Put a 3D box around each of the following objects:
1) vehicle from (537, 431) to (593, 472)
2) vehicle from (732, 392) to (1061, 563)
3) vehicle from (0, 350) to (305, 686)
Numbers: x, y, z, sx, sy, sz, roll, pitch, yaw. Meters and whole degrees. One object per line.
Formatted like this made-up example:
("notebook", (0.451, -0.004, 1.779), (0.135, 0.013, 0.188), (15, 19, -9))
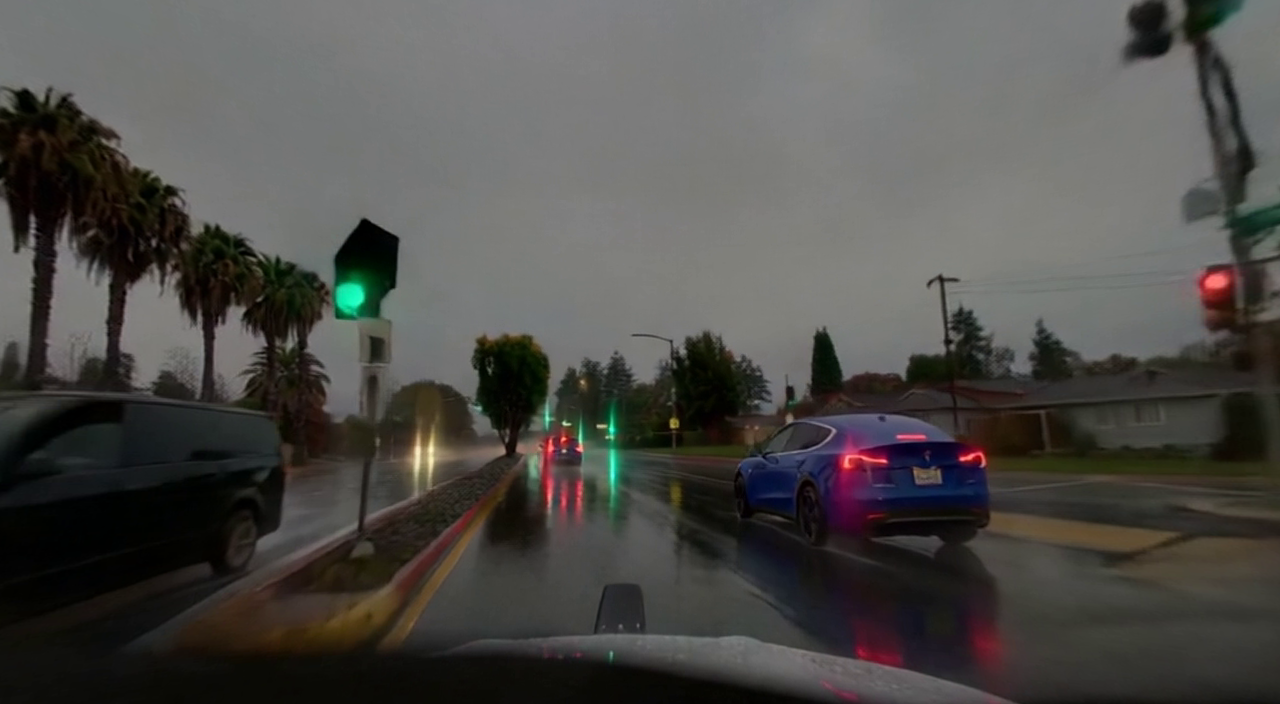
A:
("vehicle", (-3.539, 4.597, 29.256), (2.341, 1.709, 4.466), (1, -9, -10))
("vehicle", (3.178, 1.726, 9.431), (2.205, 1.803, 5.135), (0, -9, -7))
("vehicle", (-5.014, 1.203, 5.159), (2.283, 1.878, 5.384), (1, -9, -9))
